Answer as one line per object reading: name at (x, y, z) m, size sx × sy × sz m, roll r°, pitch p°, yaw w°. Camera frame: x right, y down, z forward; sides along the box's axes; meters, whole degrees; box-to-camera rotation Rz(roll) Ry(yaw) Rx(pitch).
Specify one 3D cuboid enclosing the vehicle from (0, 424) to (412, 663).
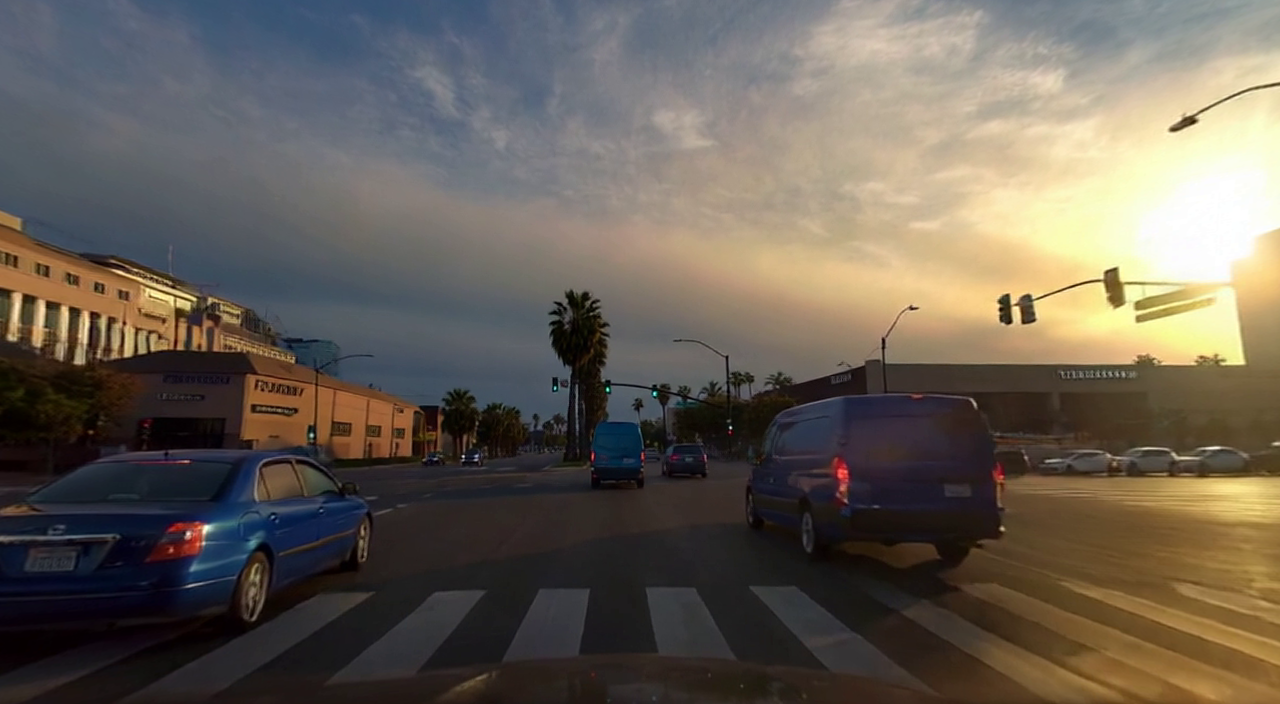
vehicle at (-3.946, 1.508, 6.199) m, size 1.997 × 1.430 × 4.655 m, roll 0°, pitch -9°, yaw -4°

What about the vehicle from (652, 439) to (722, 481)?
vehicle at (2.010, 4.855, 28.687) m, size 2.462 × 1.736 × 4.899 m, roll 0°, pitch -9°, yaw -4°

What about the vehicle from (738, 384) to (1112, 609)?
vehicle at (2.733, 1.537, 7.616) m, size 2.200 × 1.847 × 4.618 m, roll 0°, pitch -9°, yaw -2°

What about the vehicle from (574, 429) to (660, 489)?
vehicle at (-0.876, 3.999, 23.978) m, size 2.848 × 1.991 × 5.706 m, roll 0°, pitch -9°, yaw -2°

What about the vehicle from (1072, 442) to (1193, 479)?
vehicle at (21.658, 4.746, 27.846) m, size 3.798 × 1.550 × 2.006 m, roll 1°, pitch -9°, yaw -9°
